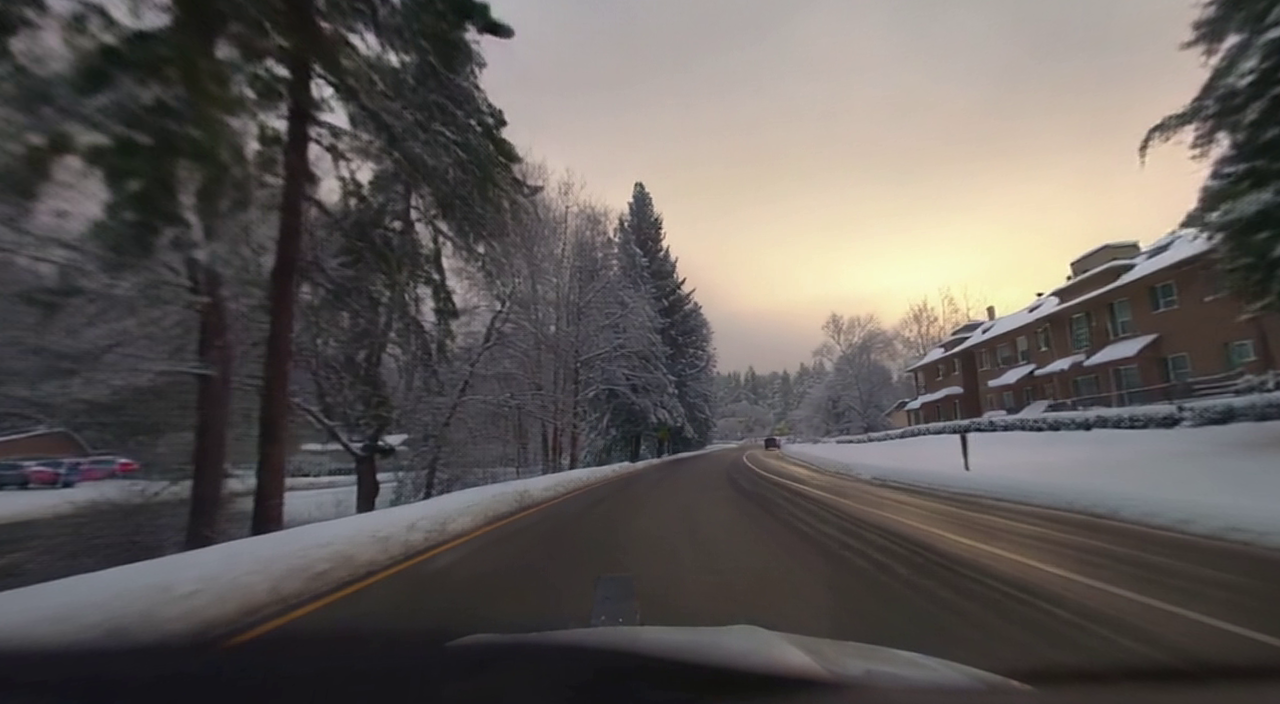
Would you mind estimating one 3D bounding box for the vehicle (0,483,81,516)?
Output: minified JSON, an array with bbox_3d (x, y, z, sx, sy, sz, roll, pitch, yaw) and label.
[{"bbox_3d":[-34.205,8.224,35.117,1.842,1.584,4.567,-6,-11,6],"label":"vehicle"}]
